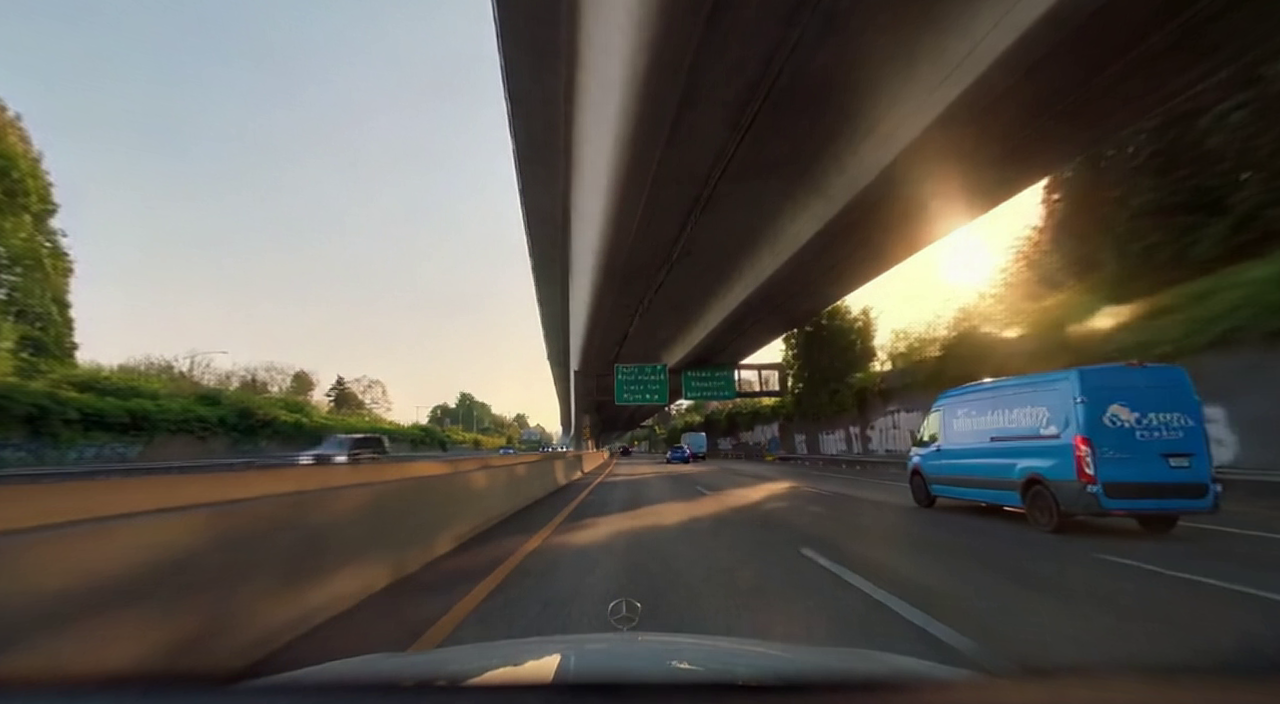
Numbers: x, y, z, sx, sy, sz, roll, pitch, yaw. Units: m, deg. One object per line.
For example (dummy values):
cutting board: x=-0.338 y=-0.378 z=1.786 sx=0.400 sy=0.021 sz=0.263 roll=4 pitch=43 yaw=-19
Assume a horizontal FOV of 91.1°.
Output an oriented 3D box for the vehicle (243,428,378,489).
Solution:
vehicle: x=-11.962 y=3.914 z=23.368 sx=2.180 sy=1.988 sz=5.316 roll=0 pitch=-9 yaw=-1

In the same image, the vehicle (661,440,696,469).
vehicle: x=2.707 y=7.382 z=45.437 sx=2.007 sy=1.943 sz=5.010 roll=0 pitch=-9 yaw=-3

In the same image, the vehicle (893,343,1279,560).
vehicle: x=6.692 y=1.619 z=10.560 sx=2.283 sy=2.631 sz=5.719 roll=0 pitch=-9 yaw=-2
